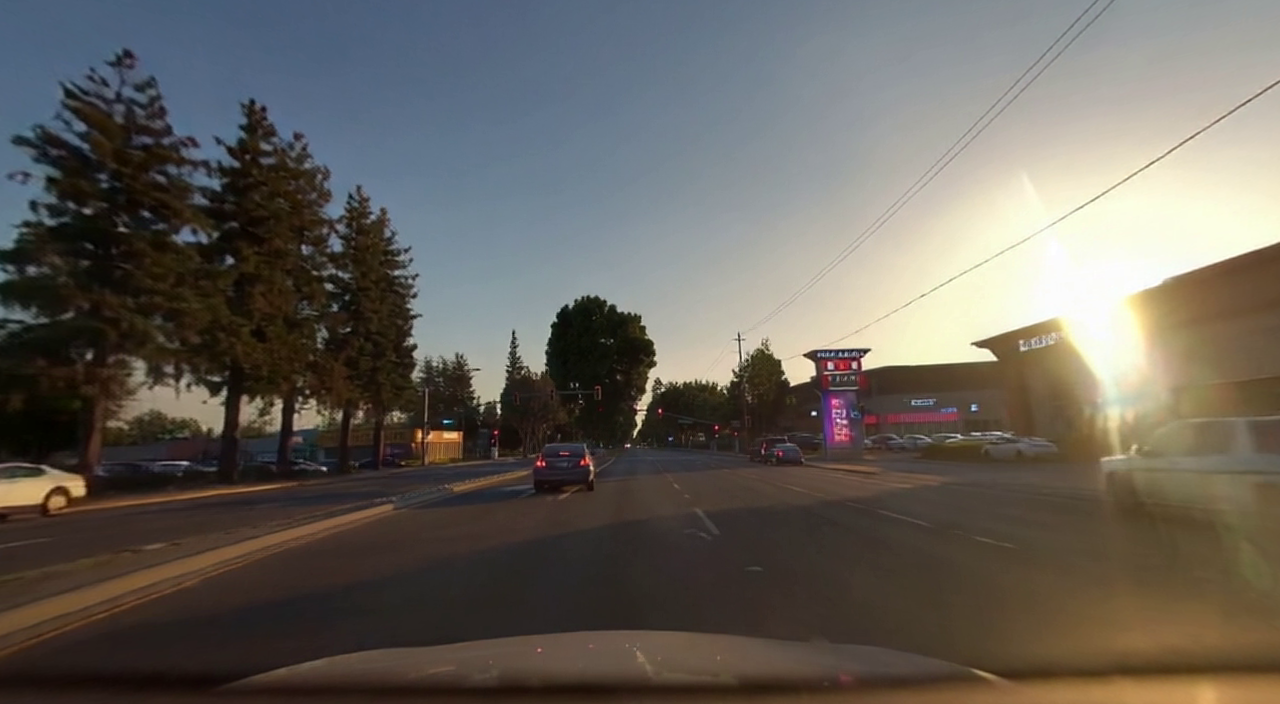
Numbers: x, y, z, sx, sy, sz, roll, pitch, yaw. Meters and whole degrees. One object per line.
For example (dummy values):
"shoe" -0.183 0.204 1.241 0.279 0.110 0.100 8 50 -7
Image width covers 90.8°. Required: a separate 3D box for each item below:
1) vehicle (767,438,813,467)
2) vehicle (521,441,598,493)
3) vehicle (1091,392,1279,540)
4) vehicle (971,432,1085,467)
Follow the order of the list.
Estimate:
"vehicle" 10.356 6.973 43.920 1.998 1.862 4.658 0 -8 0
"vehicle" -2.464 3.638 20.318 2.185 1.473 3.925 0 -8 -3
"vehicle" 10.355 1.753 9.878 2.266 2.118 5.742 0 -8 -1
"vehicle" 19.986 5.030 32.651 4.729 1.706 1.922 -7 -11 37
